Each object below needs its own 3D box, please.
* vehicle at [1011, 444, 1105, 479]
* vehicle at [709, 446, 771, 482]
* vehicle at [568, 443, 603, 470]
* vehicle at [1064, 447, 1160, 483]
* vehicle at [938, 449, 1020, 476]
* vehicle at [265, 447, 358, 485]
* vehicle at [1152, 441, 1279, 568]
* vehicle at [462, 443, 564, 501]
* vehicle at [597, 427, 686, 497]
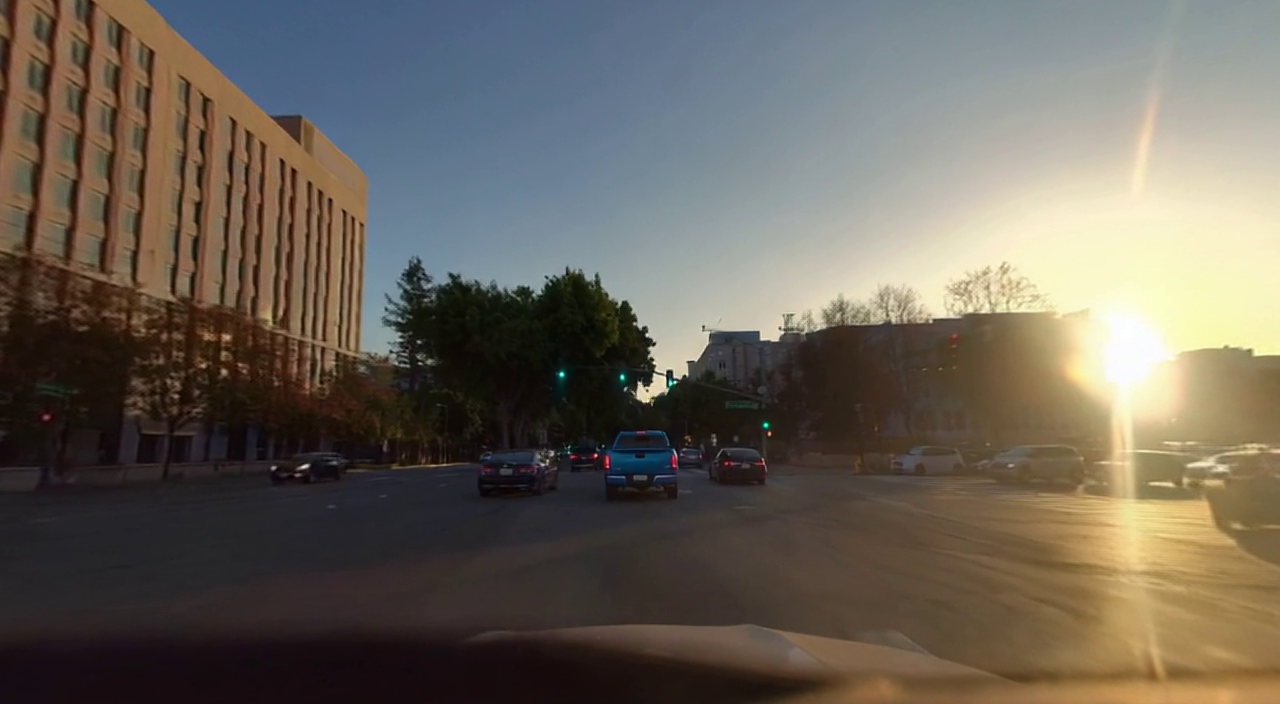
[{"bbox_3d":[23.103,6.009,34.817,4.786,1.777,2.248,4,-10,-28],"label":"vehicle"},{"bbox_3d":[4.360,4.929,28.141,1.968,1.472,4.456,0,-8,-1],"label":"vehicle"},{"bbox_3d":[-3.614,7.029,42.686,2.018,1.700,4.142,0,-8,0],"label":"vehicle"},{"bbox_3d":[23.674,5.600,31.578,4.705,1.675,1.890,4,-9,-28],"label":"vehicle"},{"bbox_3d":[19.944,6.462,37.044,4.417,1.492,1.943,4,-9,-26],"label":"vehicle"},{"bbox_3d":[-15.889,5.490,30.789,2.012,1.674,4.522,0,-8,1],"label":"vehicle"},{"bbox_3d":[10.980,2.436,10.703,2.126,1.820,4.521,-3,-9,21],"label":"vehicle"},{"bbox_3d":[-3.534,3.408,18.434,1.986,1.465,4.509,0,-8,1],"label":"vehicle"},{"bbox_3d":[0.054,3.459,20.226,2.493,1.934,4.957,0,-8,0],"label":"vehicle"}]
